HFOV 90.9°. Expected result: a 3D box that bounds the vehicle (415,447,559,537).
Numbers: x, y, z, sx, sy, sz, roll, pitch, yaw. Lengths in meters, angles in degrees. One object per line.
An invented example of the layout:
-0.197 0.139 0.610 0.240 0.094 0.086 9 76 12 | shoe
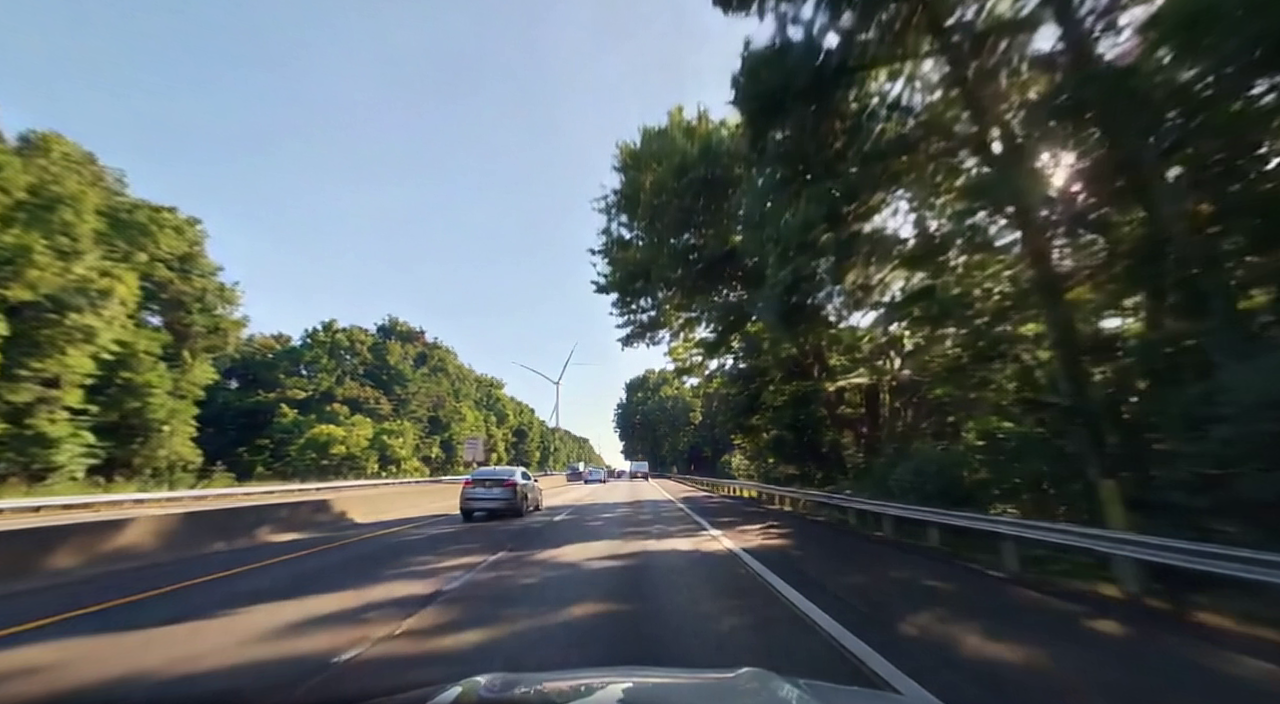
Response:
-3.266 3.144 14.517 2.124 1.705 4.440 1 -11 1 | vehicle
